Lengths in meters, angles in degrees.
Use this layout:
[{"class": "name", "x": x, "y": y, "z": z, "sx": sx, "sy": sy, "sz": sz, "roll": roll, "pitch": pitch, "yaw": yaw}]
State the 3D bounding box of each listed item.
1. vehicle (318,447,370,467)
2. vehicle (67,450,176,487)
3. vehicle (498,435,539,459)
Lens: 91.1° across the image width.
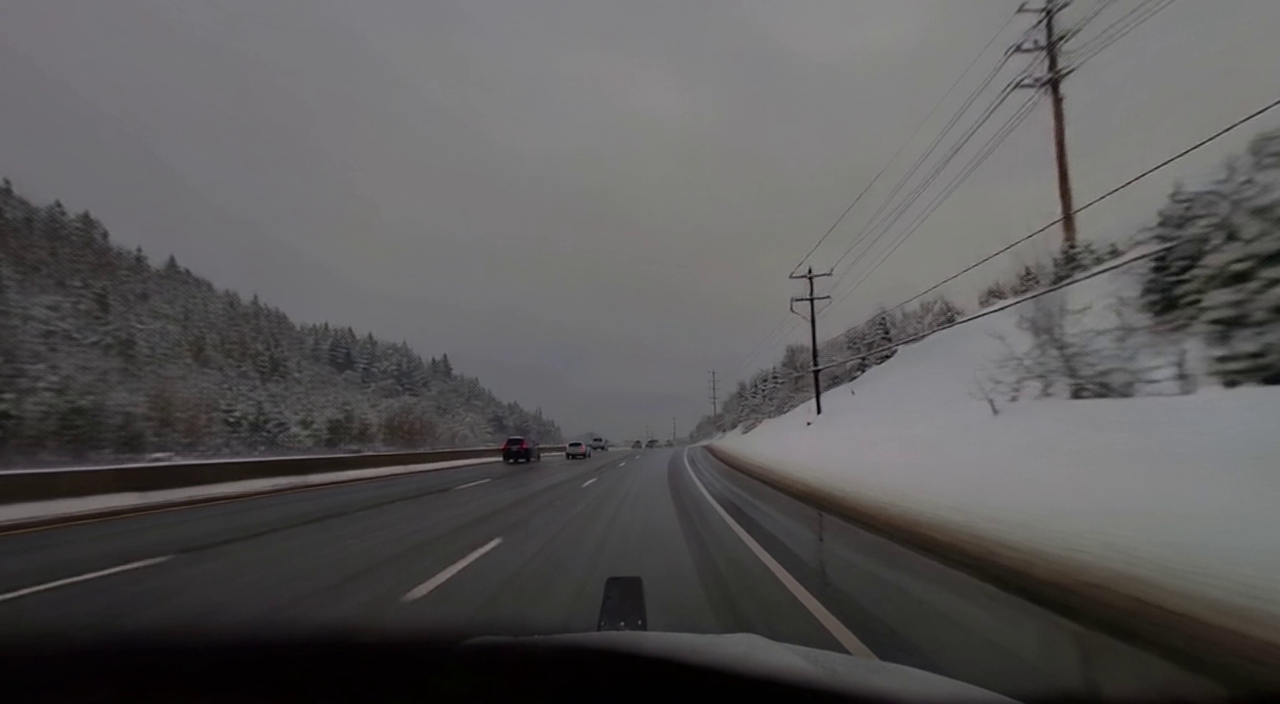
[{"class": "vehicle", "x": -23.057, "y": 8.177, "z": 49.064, "sx": 1.830, "sy": 1.402, "sz": 4.168, "roll": 0, "pitch": -9, "yaw": 4}, {"class": "vehicle", "x": -20.977, "y": 4.697, "z": 25.549, "sx": 1.517, "sy": 1.341, "sz": 3.268, "roll": -1, "pitch": -8, "yaw": 3}, {"class": "vehicle", "x": -9.400, "y": 7.374, "z": 48.864, "sx": 2.063, "sy": 1.743, "sz": 4.392, "roll": -1, "pitch": -8, "yaw": 3}]
